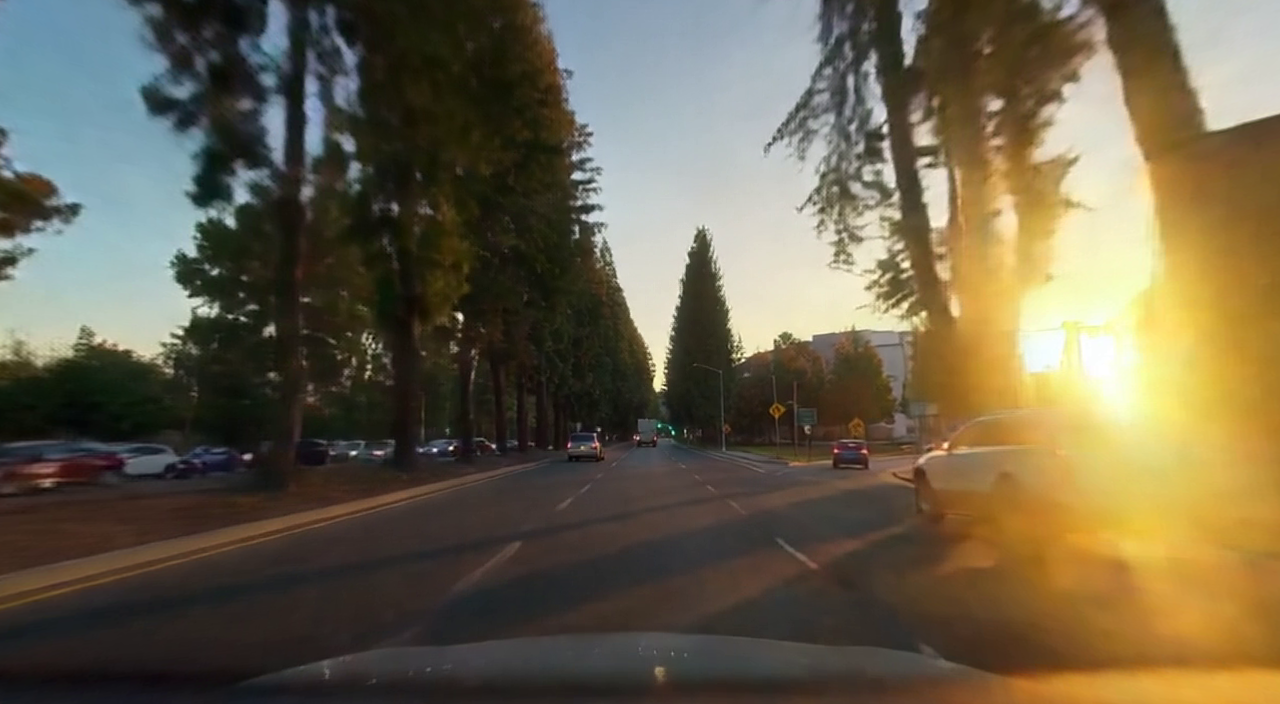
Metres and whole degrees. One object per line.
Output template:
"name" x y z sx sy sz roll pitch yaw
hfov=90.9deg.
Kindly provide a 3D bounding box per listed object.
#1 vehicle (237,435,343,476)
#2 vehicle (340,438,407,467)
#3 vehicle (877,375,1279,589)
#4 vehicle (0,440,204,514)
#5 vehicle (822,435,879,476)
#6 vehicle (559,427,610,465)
"vehicle" -16.410 4.888 29.896 2.163 1.761 4.848 0 -9 1
"vehicle" -16.352 6.174 38.931 2.042 1.654 4.603 0 -8 1
"vehicle" 5.539 1.674 9.034 2.381 2.008 5.971 -1 -9 5
"vehicle" -13.167 2.881 15.105 2.053 1.496 4.569 -1 -8 2
"vehicle" 9.847 4.829 29.720 2.280 1.757 4.572 -3 -9 16
"vehicle" -3.045 5.304 35.584 2.255 1.940 4.822 -1 -8 2
